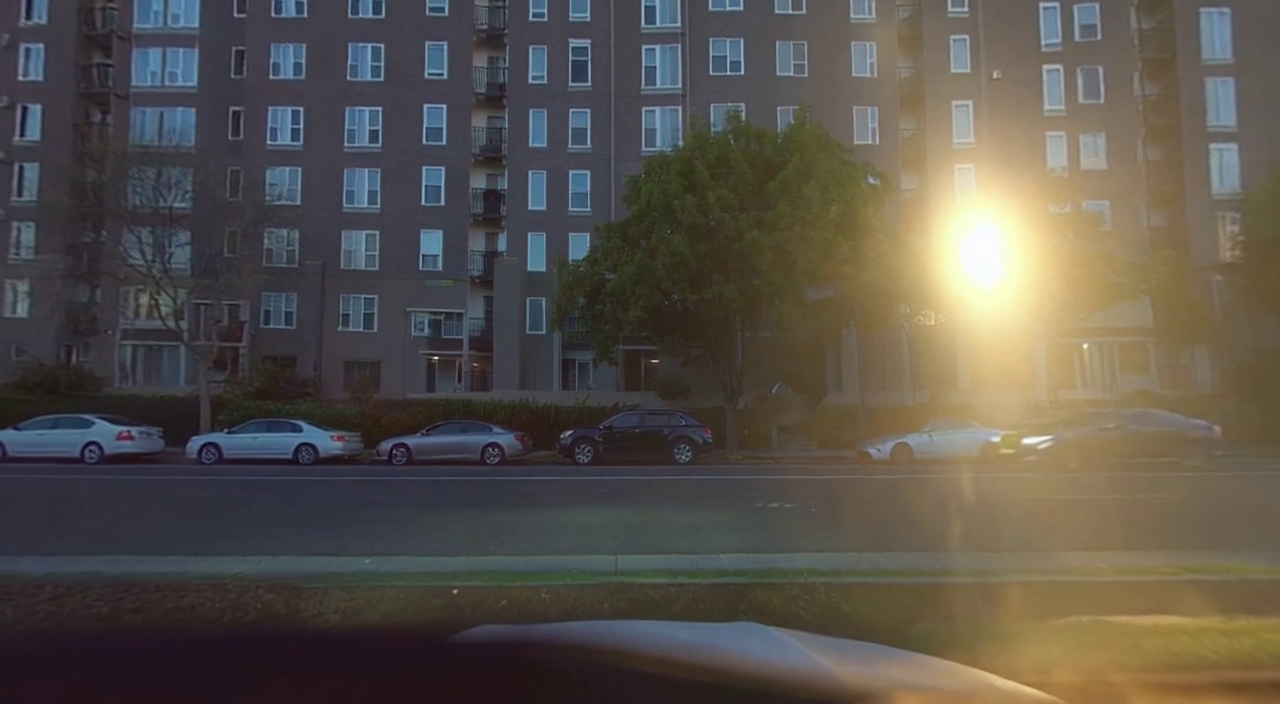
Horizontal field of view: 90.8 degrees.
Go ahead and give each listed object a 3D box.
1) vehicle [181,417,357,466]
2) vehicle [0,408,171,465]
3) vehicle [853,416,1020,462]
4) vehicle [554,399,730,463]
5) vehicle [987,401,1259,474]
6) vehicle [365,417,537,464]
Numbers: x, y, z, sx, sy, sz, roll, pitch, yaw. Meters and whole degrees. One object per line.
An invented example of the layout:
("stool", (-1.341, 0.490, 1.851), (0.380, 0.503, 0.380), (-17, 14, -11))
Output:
("vehicle", (-11.456, 2.809, 19.756), (4.336, 1.438, 1.776), (1, -8, -3))
("vehicle", (-17.530, 2.612, 19.488), (4.426, 1.641, 1.889), (1, -9, -5))
("vehicle", (9.407, 2.784, 20.287), (4.521, 1.411, 1.726), (1, -7, -4))
("vehicle", (0.001, 2.570, 20.127), (5.299, 1.860, 2.098), (1, -10, -5))
("vehicle", (10.563, 1.919, 14.119), (4.396, 1.501, 1.955), (0, -9, 1))
("vehicle", (-5.829, 2.833, 19.941), (4.851, 1.339, 1.785), (1, -10, -2))
